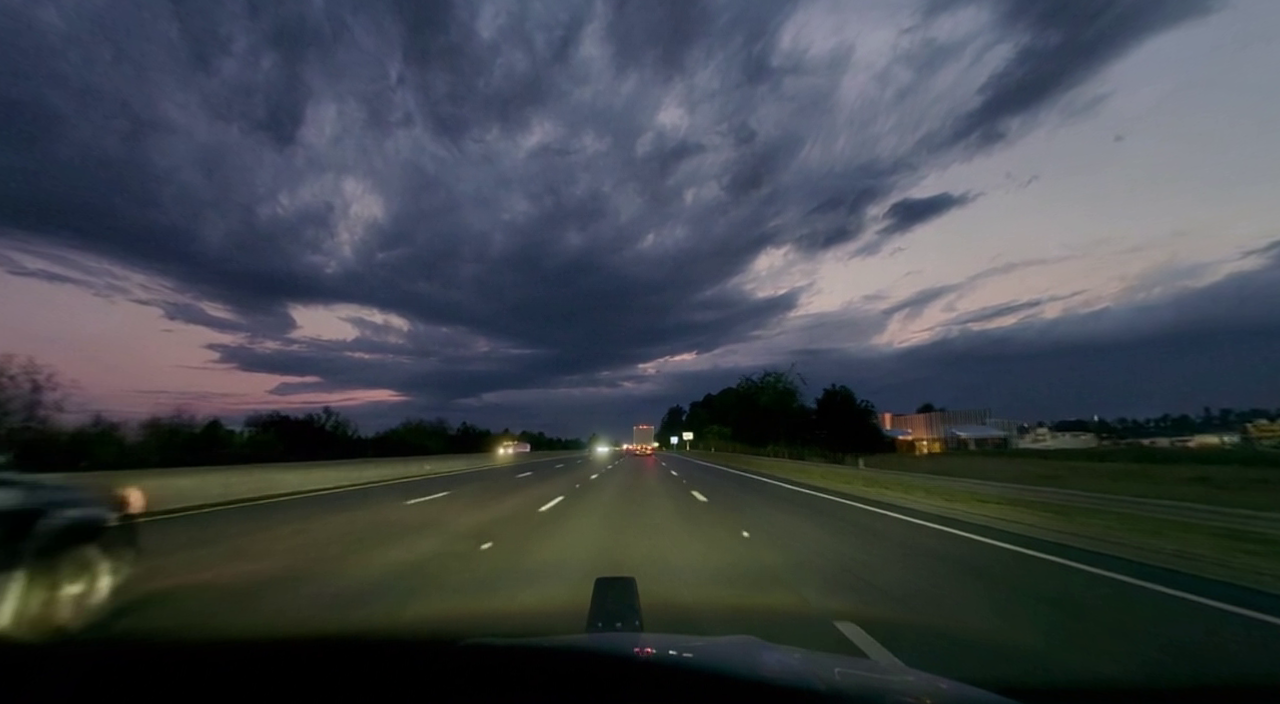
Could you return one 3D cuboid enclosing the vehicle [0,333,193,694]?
[{"bbox_3d":[-4.116,0.625,2.040,2.216,1.678,4.204,0,-9,0],"label":"vehicle"}]
